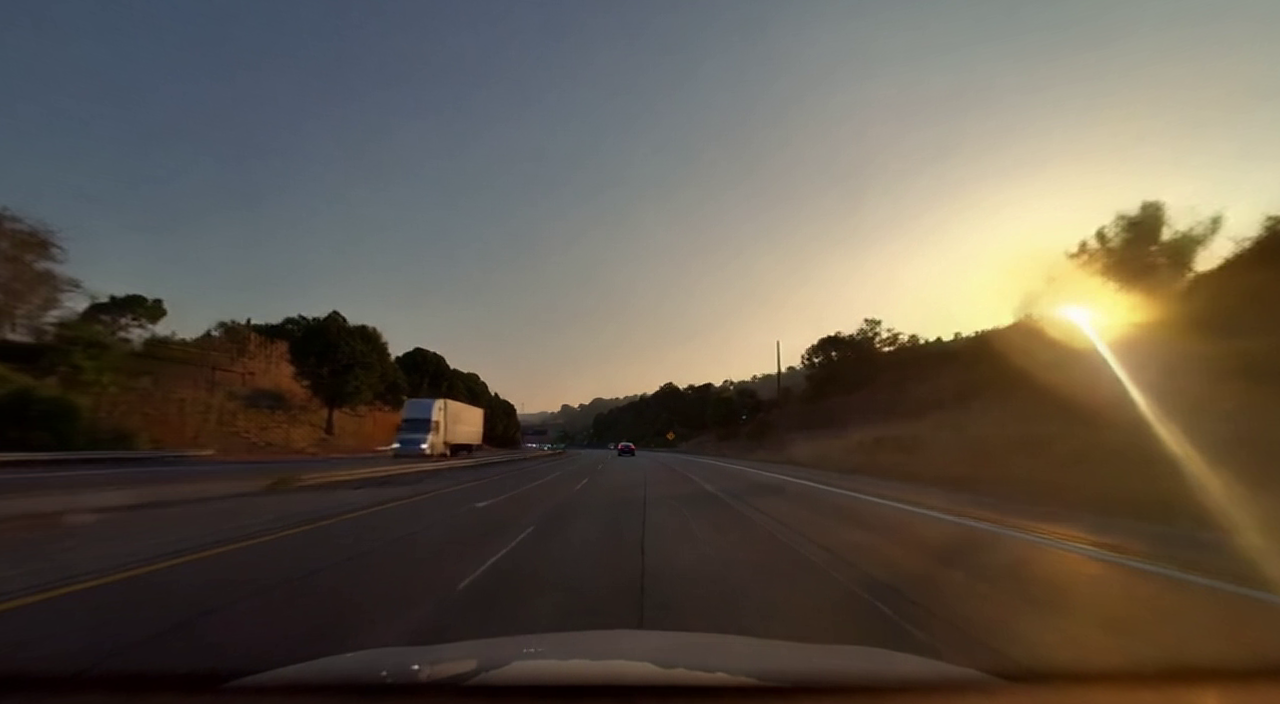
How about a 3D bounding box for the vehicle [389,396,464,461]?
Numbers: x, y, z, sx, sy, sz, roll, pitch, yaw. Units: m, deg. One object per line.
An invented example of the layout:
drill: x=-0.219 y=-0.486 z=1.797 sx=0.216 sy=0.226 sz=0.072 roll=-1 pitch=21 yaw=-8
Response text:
vehicle: x=-15.288 y=5.596 z=45.612 sx=3.338 sy=4.291 sz=6.206 roll=0 pitch=-8 yaw=-2
